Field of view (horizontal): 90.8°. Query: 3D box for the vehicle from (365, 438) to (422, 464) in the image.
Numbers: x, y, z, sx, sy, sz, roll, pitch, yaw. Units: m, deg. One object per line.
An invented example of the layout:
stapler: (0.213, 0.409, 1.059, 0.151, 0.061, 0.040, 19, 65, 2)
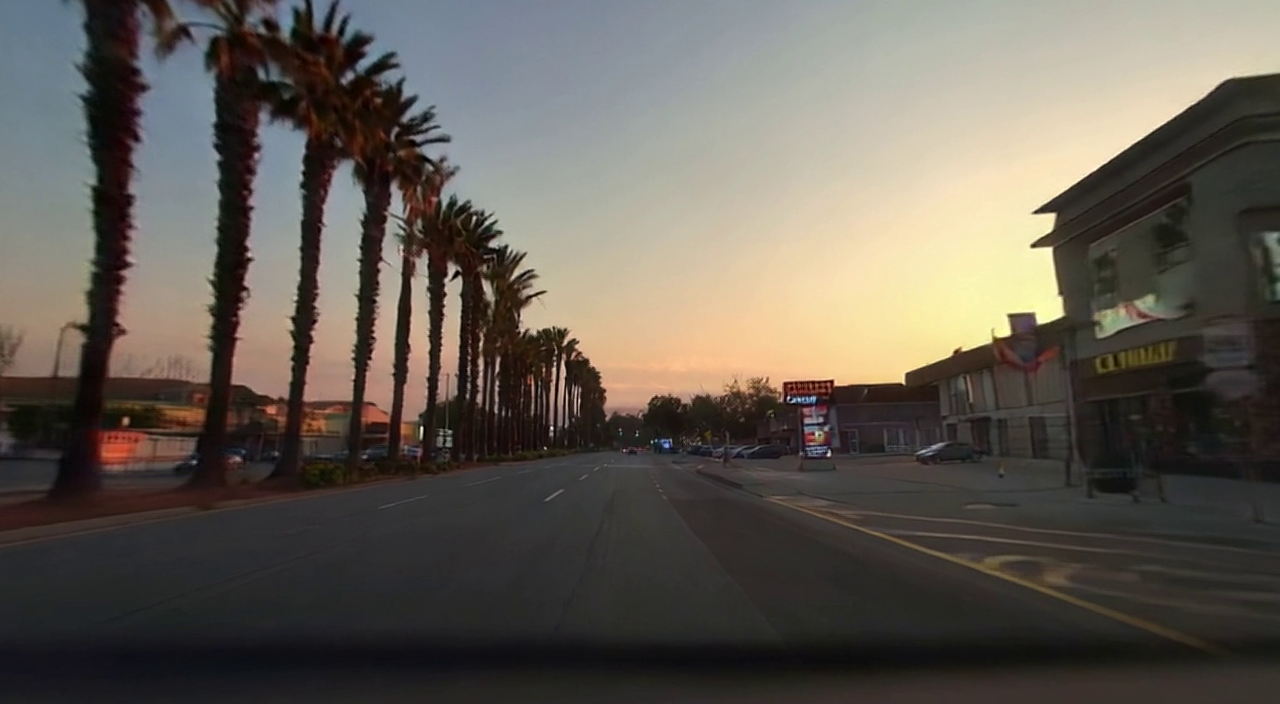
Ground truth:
vehicle: (-16.850, 6.825, 43.467, 2.013, 1.658, 4.697, 0, -9, -1)

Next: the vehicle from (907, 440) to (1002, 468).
vehicle: (19.064, 6.196, 38.447, 4.552, 1.649, 2.187, 0, -9, -4)
